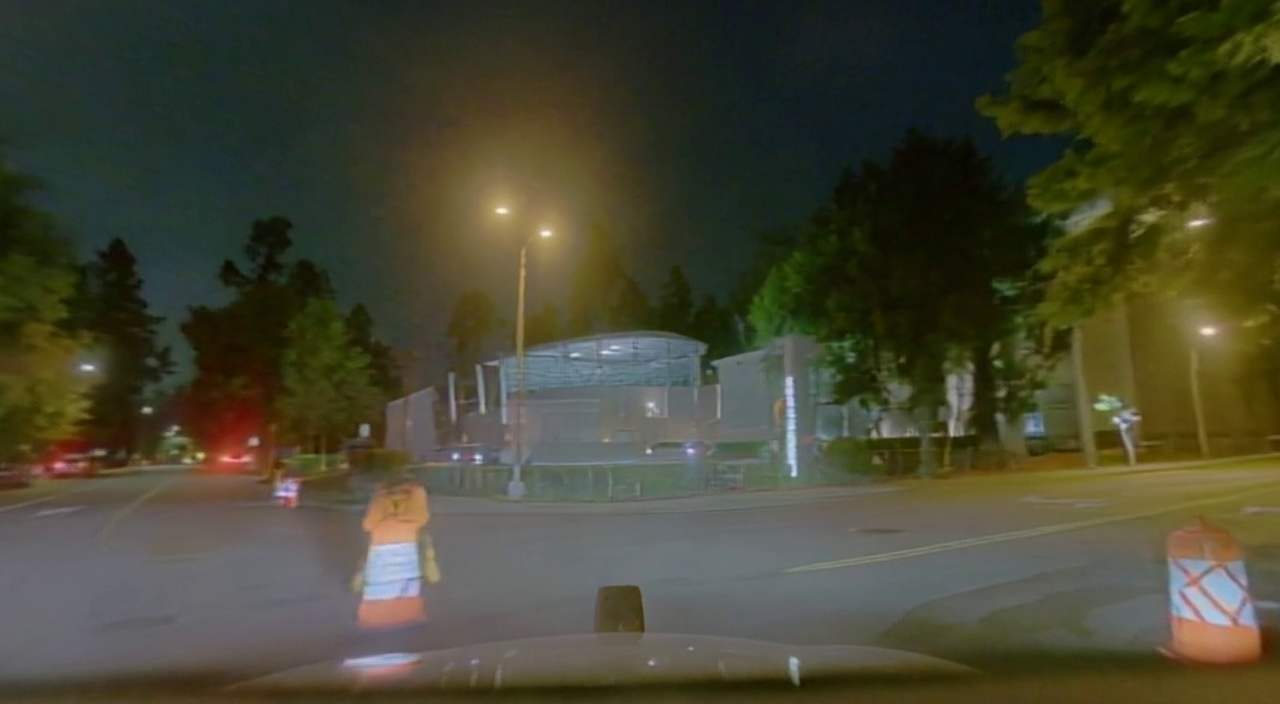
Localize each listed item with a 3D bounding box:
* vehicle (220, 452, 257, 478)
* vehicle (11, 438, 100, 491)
[{"bbox_3d":[-29.289,8.157,46.020,2.110,1.733,4.028,6,-10,-33],"label":"vehicle"},{"bbox_3d":[-37.214,7.065,40.500,2.510,2.889,6.493,3,-7,-29],"label":"vehicle"}]
